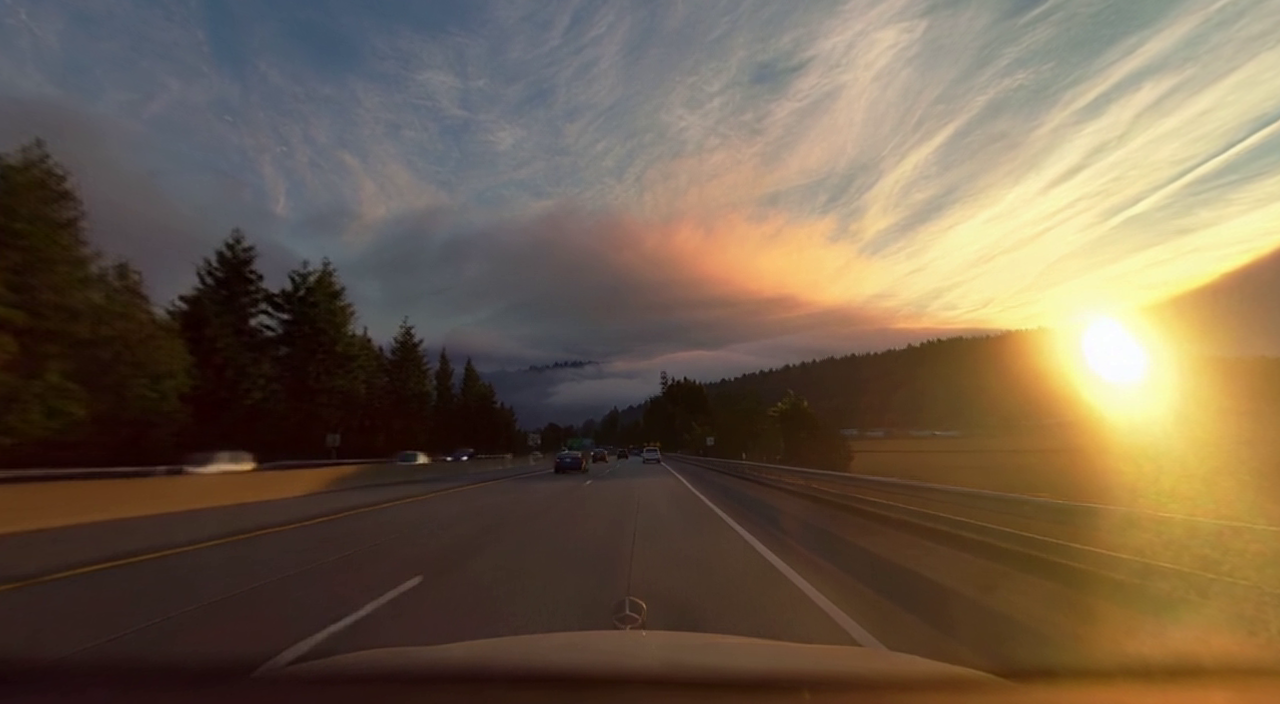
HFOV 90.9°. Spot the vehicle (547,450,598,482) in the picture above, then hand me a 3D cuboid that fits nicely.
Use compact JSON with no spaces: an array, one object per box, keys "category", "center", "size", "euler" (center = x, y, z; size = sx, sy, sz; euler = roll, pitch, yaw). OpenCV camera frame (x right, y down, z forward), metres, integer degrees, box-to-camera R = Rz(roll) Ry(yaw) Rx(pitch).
[{"category":"vehicle","center":[-3.291,5.629,31.408],"size":[1.970,1.483,4.097],"euler":[-1,-9,1]}]

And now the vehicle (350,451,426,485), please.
[{"category":"vehicle","center":[-12.620,5.807,31.869],"size":[1.963,1.555,4.441],"euler":[-1,-9,0]}]

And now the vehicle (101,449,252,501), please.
[{"category":"vehicle","center":[-16.595,4.406,22.953],"size":[2.005,1.675,4.529],"euler":[-1,-9,1]}]
